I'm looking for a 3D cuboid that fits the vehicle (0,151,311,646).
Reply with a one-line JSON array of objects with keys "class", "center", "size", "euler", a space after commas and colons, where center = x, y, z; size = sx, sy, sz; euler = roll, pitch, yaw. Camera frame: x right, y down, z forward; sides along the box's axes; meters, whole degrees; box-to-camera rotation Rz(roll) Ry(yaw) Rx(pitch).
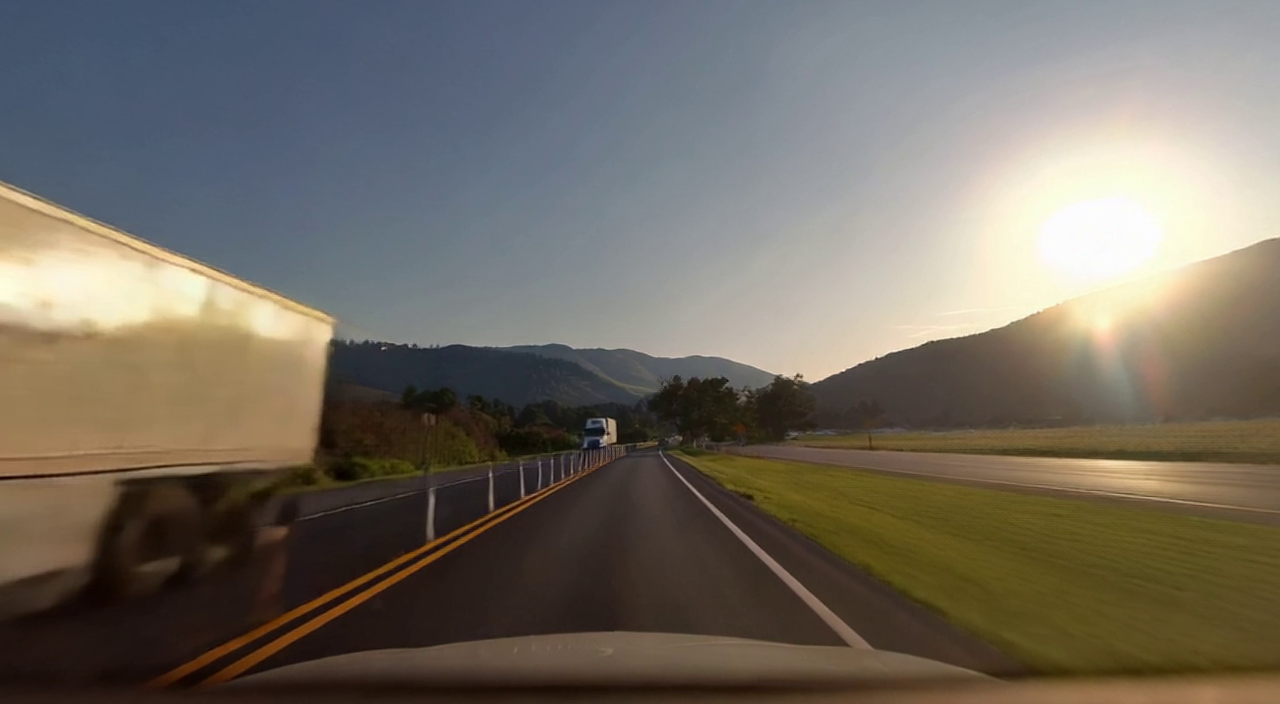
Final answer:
[{"class": "vehicle", "center": [-5.873, 0.253, 3.852], "size": [2.751, 3.436, 8.990], "euler": [-1, -8, 1]}]
